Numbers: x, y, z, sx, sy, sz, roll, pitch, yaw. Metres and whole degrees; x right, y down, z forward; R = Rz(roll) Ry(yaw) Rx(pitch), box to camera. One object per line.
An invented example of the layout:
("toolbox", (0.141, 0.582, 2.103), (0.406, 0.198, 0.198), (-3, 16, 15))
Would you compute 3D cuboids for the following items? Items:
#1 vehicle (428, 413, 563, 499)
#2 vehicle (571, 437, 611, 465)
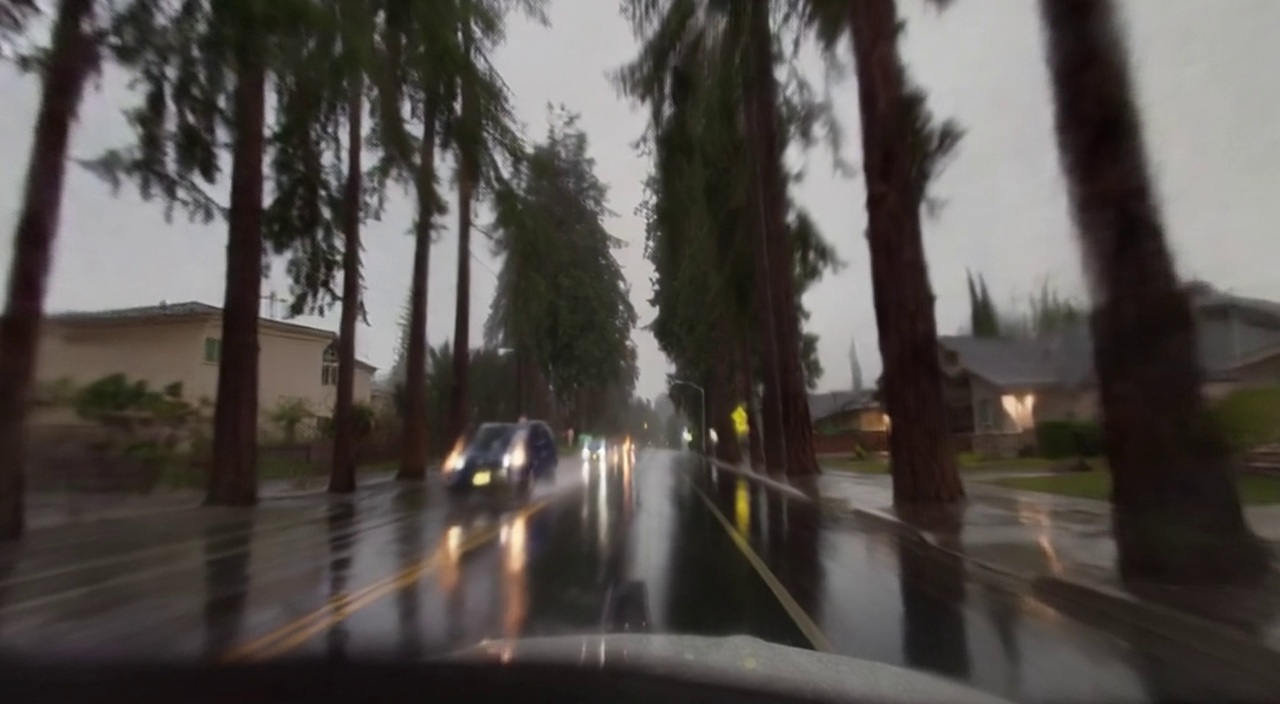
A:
("vehicle", (-3.936, 2.993, 18.508), (2.417, 2.088, 5.780), (0, -8, 2))
("vehicle", (-3.306, 6.784, 43.175), (2.172, 1.793, 4.696), (0, -8, 2))
